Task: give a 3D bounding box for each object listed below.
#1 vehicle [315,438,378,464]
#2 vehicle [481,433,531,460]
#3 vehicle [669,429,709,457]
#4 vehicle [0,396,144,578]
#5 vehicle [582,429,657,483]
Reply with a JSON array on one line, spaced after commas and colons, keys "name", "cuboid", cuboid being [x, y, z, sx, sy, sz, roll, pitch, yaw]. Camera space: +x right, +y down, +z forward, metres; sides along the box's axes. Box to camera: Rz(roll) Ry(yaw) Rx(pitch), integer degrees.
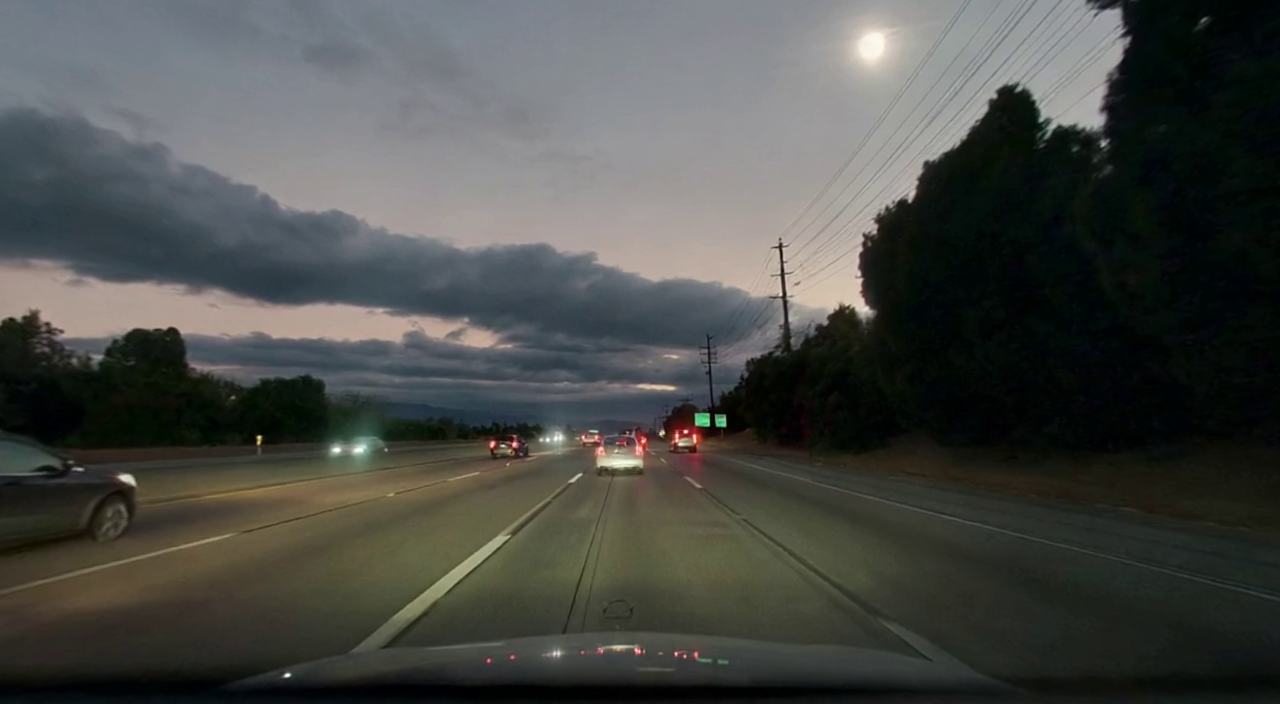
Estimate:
[{"name": "vehicle", "cuboid": [-16.620, 5.605, 35.943, 1.740, 1.382, 3.914, 0, -8, 0]}, {"name": "vehicle", "cuboid": [-7.723, 5.461, 36.720, 1.992, 1.494, 4.133, 0, -8, 0]}, {"name": "vehicle", "cuboid": [3.029, 5.735, 39.855, 1.950, 1.695, 4.446, 0, -8, -2]}, {"name": "vehicle", "cuboid": [-6.943, 1.191, 5.375, 1.980, 1.678, 4.255, 0, -8, -1]}, {"name": "vehicle", "cuboid": [-0.596, 3.136, 19.409, 2.086, 1.488, 3.440, 0, -8, -1]}]
